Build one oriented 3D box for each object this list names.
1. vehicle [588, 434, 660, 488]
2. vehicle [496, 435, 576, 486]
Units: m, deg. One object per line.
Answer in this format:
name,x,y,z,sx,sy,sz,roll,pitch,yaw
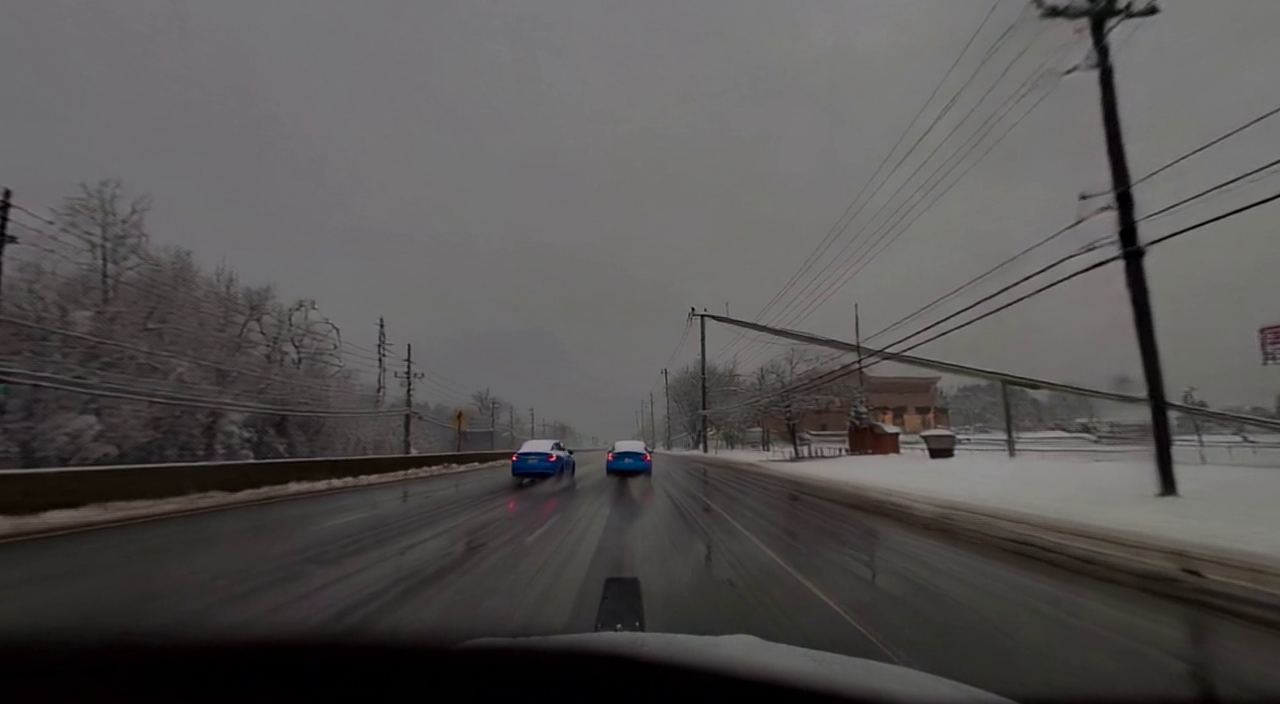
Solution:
vehicle,-0.497,3.670,21.574,2.189,1.652,4.135,0,-9,0
vehicle,-3.591,3.866,22.757,1.985,1.607,4.892,0,-9,1
